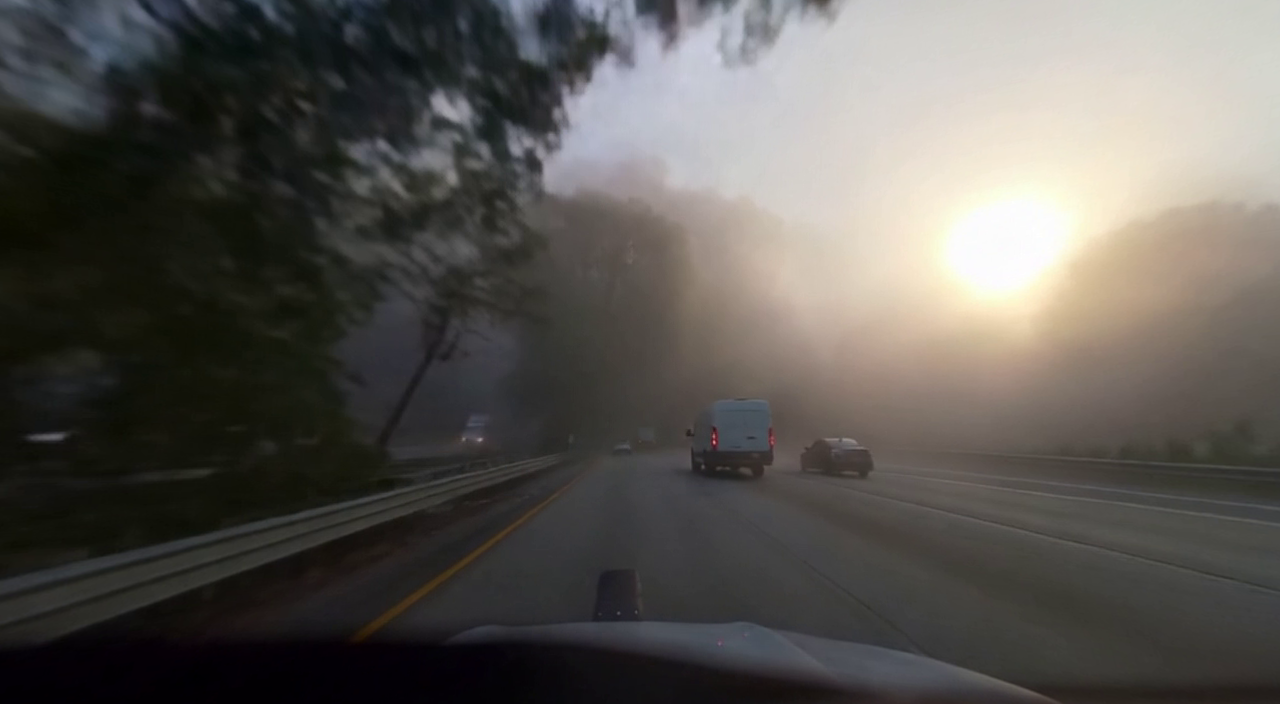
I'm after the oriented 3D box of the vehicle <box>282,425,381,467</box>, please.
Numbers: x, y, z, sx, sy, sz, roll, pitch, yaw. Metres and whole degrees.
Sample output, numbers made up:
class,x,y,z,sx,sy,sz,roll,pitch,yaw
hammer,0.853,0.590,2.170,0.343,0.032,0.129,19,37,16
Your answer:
class,x,y,z,sx,sy,sz,roll,pitch,yaw
vehicle,-11.429,3.498,23.641,1.792,1.443,3.754,0,-8,0

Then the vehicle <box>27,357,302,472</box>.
class,x,y,z,sx,sy,sz,roll,pitch,yaw
vehicle,-17.139,2.542,24.141,2.966,3.511,9.629,0,-8,0

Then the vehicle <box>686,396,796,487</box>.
class,x,y,z,sx,sy,sz,roll,pitch,yaw
vehicle,2.997,2.854,20.285,2.436,2.521,5.409,0,-8,-2

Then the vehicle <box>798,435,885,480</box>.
class,x,y,z,sx,sy,sz,roll,pitch,yaw
vehicle,7.290,3.817,23.205,1.821,1.468,3.805,0,-8,-2
